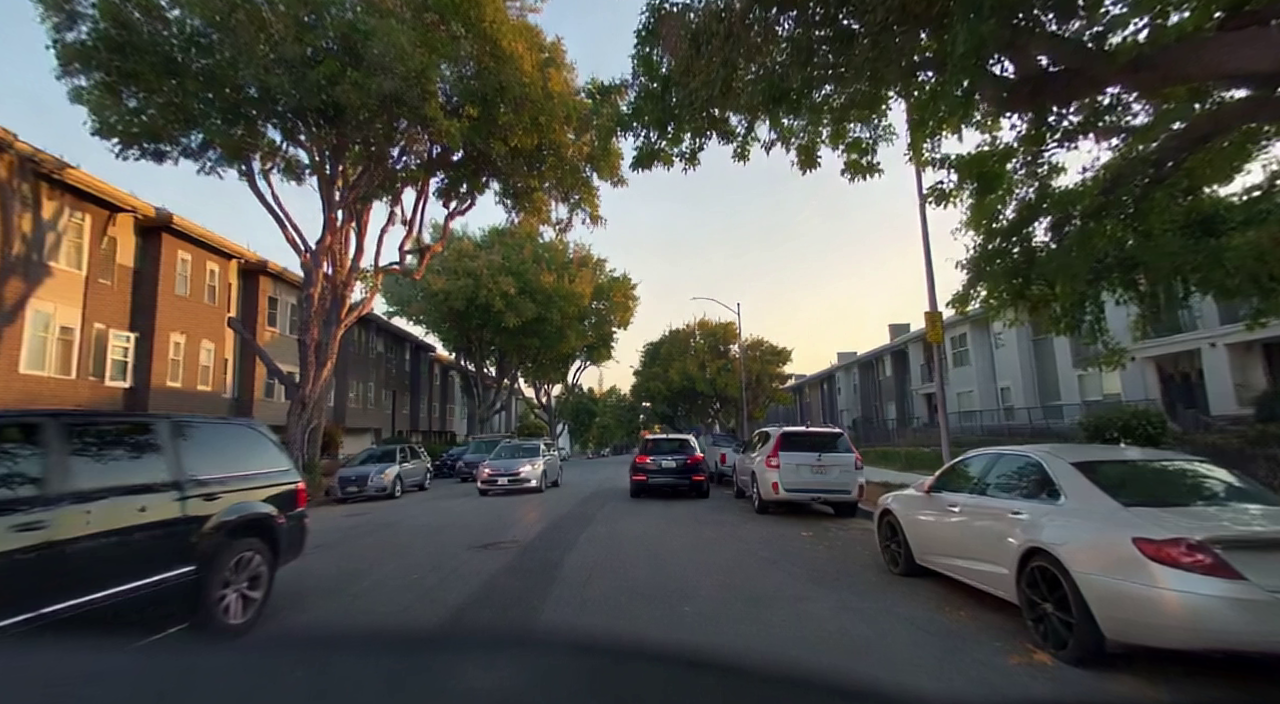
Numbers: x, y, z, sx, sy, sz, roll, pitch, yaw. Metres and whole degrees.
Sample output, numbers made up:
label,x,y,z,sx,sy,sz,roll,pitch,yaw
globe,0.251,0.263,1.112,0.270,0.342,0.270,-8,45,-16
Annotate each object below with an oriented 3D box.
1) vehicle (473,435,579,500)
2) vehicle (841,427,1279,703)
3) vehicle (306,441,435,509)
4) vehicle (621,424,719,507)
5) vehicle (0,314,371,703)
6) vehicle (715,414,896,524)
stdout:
label,x,y,z,sx,sy,sz,roll,pitch,yaw
vehicle,-3.230,3.391,18.845,2.018,1.691,3.995,-1,-9,7
vehicle,3.394,1.382,5.128,1.881,1.403,4.214,0,-9,-4
vehicle,-7.908,3.607,19.072,2.002,1.774,4.568,0,-9,-2
vehicle,0.603,2.783,15.929,2.055,1.717,5.172,0,-9,0
vehicle,-3.991,0.932,3.332,2.548,1.953,5.946,0,-9,0
vehicle,3.057,2.333,13.109,2.082,1.799,5.207,0,-9,-3
